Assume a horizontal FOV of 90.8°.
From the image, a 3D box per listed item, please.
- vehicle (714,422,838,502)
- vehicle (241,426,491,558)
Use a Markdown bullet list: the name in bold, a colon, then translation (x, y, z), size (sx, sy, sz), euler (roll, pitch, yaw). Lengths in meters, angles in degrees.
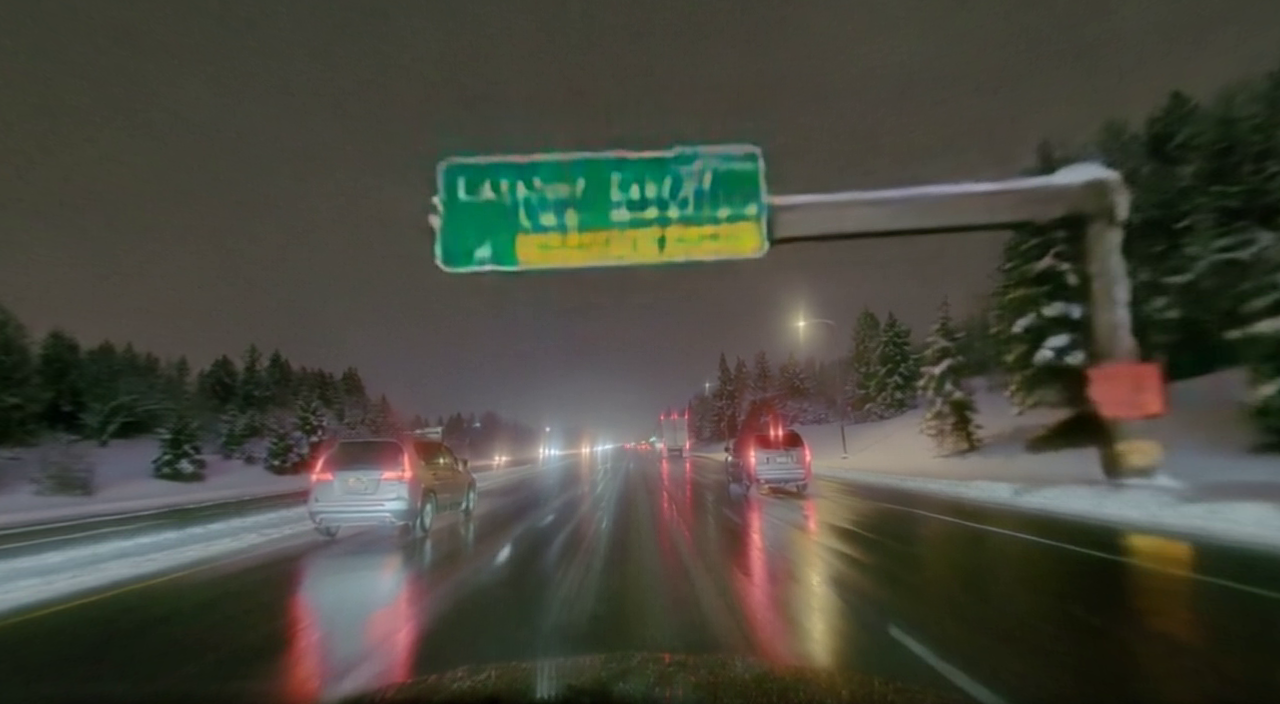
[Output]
- **vehicle**: translation (3.278, 2.769, 16.270), size (2.065, 1.760, 4.488), euler (0, -8, -2)
- **vehicle**: translation (-3.944, 2.071, 10.221), size (1.903, 1.607, 4.770), euler (0, -8, 0)
